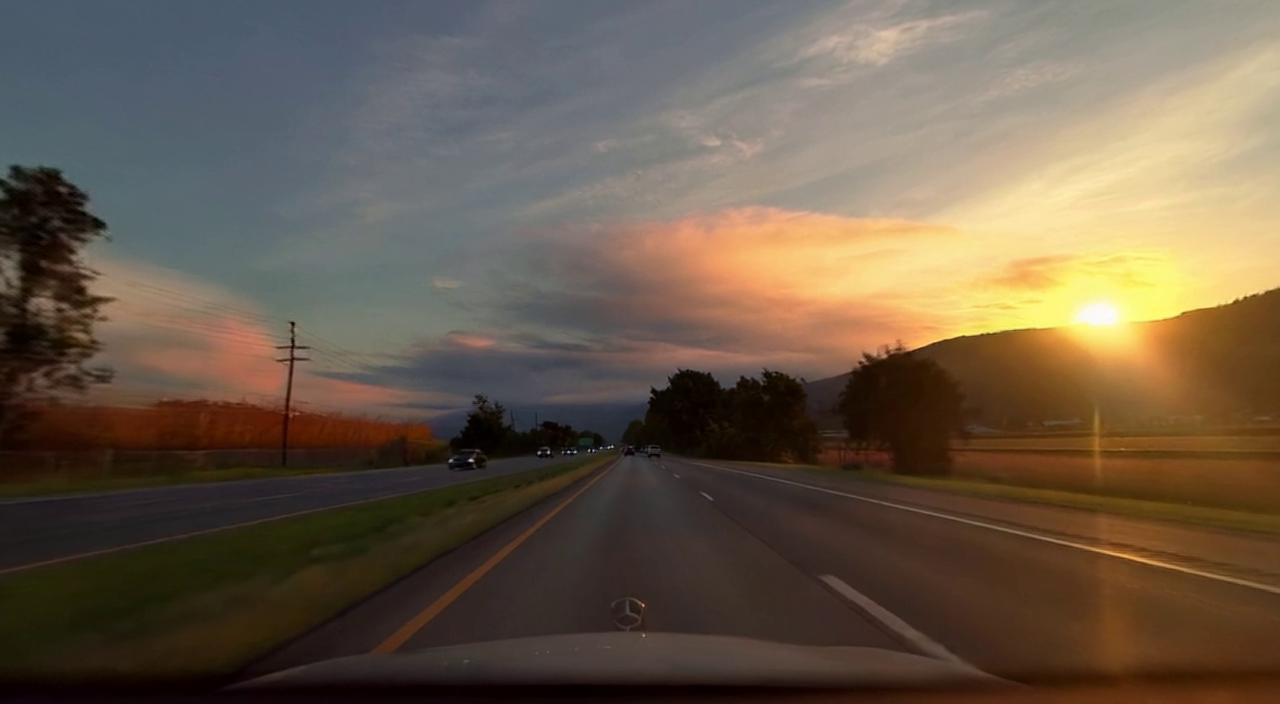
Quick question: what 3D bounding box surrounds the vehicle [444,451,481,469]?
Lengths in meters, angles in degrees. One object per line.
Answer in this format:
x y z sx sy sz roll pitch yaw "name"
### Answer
-12.847 7.808 45.797 1.644 1.235 3.646 0 -9 0 "vehicle"
